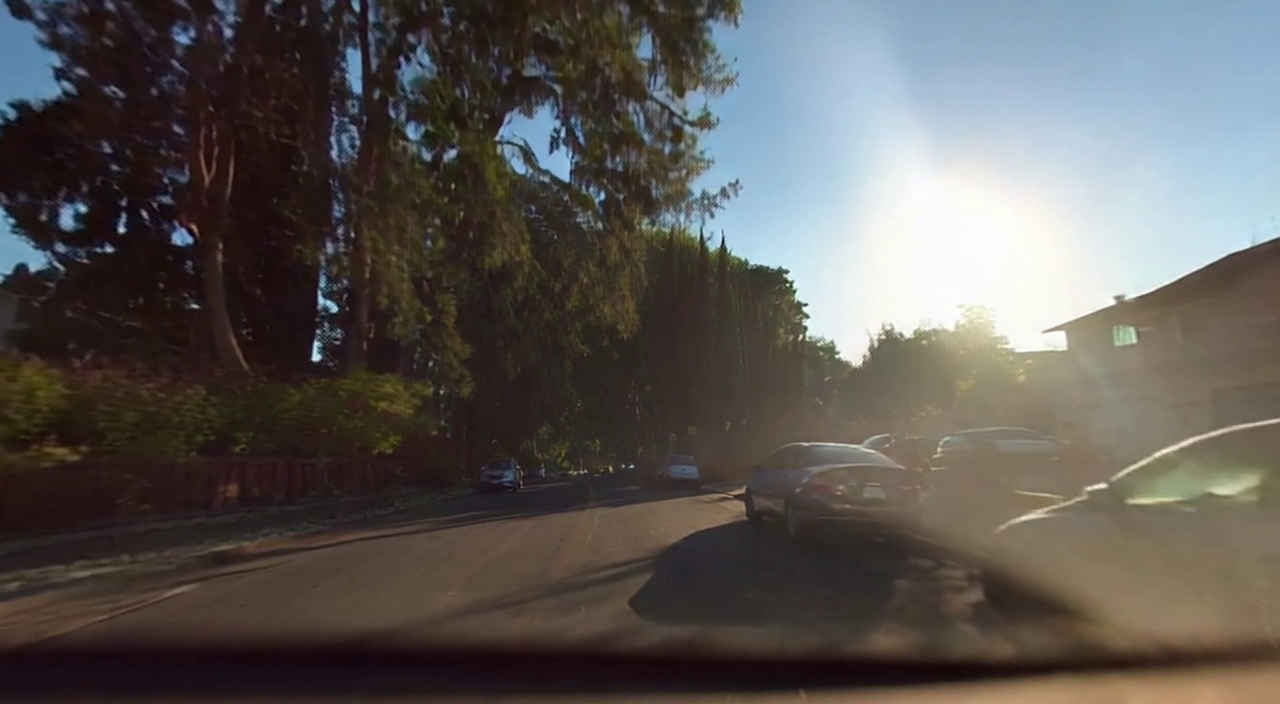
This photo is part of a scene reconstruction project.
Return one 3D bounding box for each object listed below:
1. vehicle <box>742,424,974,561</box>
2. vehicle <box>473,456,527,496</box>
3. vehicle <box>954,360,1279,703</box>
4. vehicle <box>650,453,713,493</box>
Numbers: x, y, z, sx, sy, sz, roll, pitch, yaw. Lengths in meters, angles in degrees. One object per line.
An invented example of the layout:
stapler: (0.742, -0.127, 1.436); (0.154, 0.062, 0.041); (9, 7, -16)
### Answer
vehicle: (3.270, 2.208, 10.754); (1.990, 1.753, 4.783); (0, -9, -3)
vehicle: (-6.885, 6.110, 31.492); (2.051, 1.575, 4.581); (-2, -7, -5)
vehicle: (3.467, 0.910, 2.614); (1.970, 1.709, 4.568); (-1, -9, 0)
vehicle: (1.893, 5.784, 30.564); (2.163, 1.742, 4.239); (1, -9, -8)
